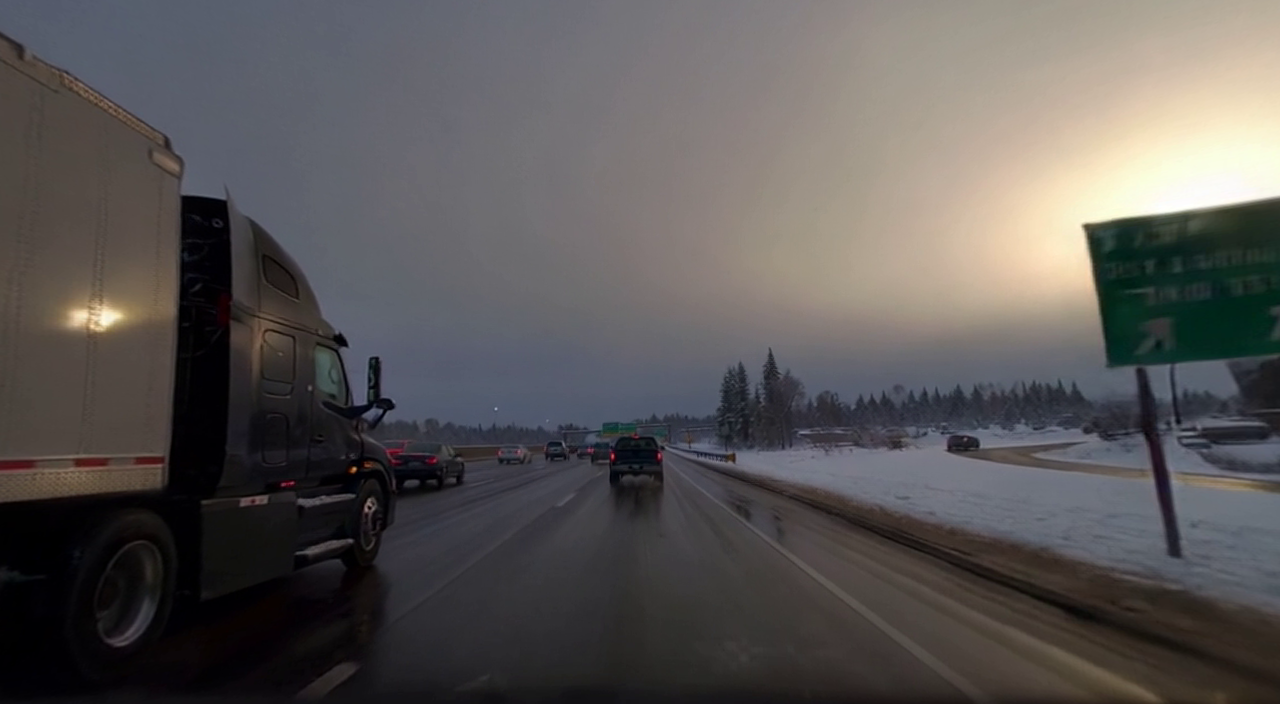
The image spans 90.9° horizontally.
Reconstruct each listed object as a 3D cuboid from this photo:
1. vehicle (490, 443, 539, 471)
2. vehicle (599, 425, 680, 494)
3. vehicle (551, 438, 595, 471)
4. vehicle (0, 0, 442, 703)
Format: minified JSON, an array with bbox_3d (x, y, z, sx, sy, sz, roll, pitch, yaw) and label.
[{"bbox_3d":[-7.185,6.053,36.562,1.869,1.466,4.217,0,-9,1],"label":"vehicle"},{"bbox_3d":[0.005,3.138,18.664,2.152,1.779,3.924,0,-9,1],"label":"vehicle"},{"bbox_3d":[-3.591,5.567,34.484,1.952,1.649,4.131,0,-9,1],"label":"vehicle"},{"bbox_3d":[-3.810,-0.418,2.589,2.990,3.885,8.540,0,-9,1],"label":"vehicle"}]
